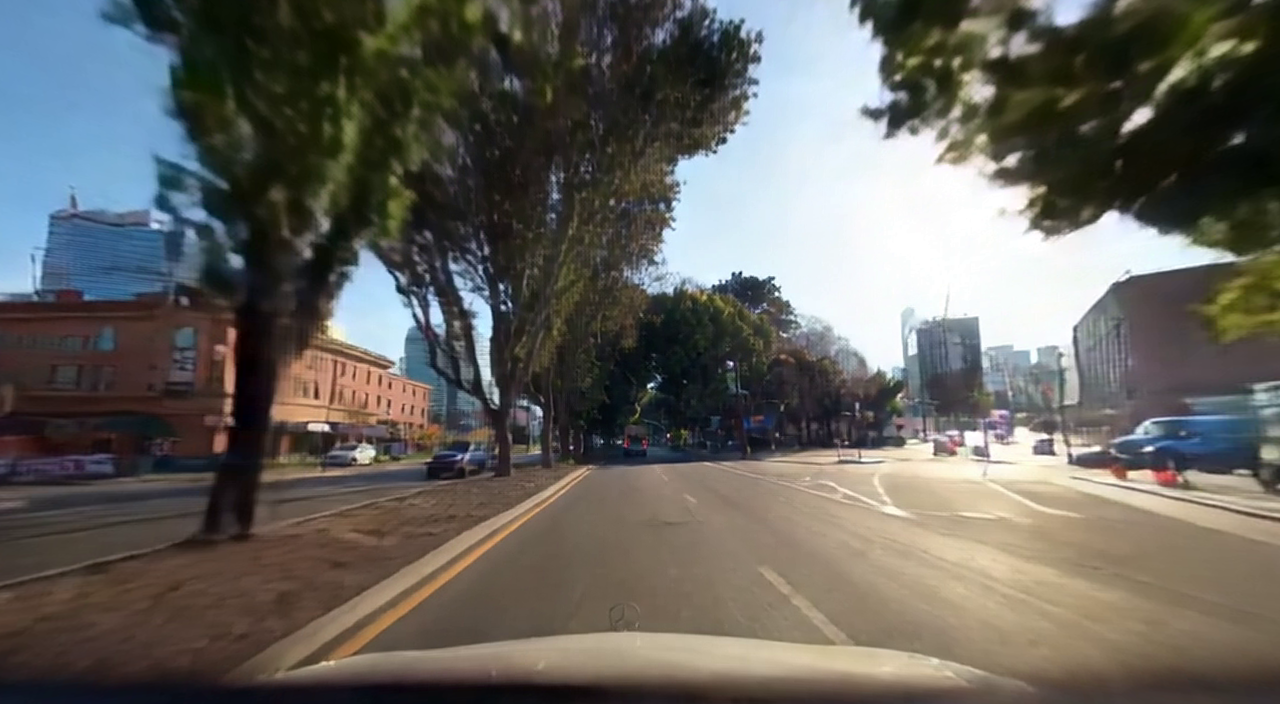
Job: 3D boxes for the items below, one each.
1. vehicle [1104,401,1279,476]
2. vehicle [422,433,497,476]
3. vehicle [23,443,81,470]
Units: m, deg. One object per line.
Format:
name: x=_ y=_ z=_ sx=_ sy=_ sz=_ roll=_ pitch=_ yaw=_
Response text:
vehicle: x=25.798 y=3.917 z=28.401 sx=8.606 sy=3.093 sz=2.803 roll=2 pitch=-8 yaw=-13
vehicle: x=-7.759 y=4.438 z=27.638 sx=2.008 sy=1.701 sz=4.430 roll=1 pitch=-8 yaw=-1
vehicle: x=-39.483 y=6.934 z=42.347 sx=5.533 sy=1.639 sz=2.403 roll=-7 pitch=-11 yaw=44
